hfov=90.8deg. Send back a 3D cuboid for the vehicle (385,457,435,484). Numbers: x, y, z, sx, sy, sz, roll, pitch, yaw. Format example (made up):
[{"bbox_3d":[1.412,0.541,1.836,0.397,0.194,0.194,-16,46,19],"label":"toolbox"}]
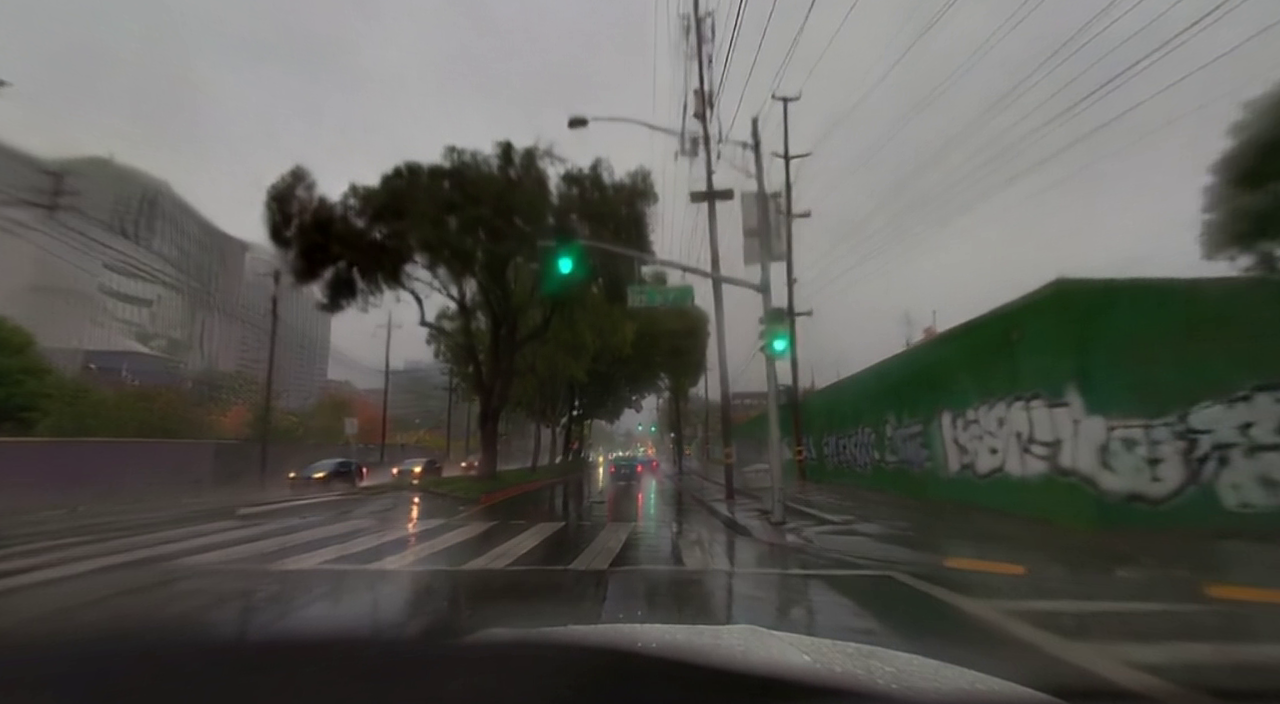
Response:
[{"bbox_3d":[-15.888,8.187,43.857,1.841,1.658,3.953,1,-9,1],"label":"vehicle"}]

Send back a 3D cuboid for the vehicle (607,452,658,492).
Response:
[{"bbox_3d":[-0.307,5.299,28.245,2.105,1.611,3.750,1,-9,0],"label":"vehicle"}]

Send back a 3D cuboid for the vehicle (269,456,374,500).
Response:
[{"bbox_3d":[-12.969,5.136,26.076,1.992,1.585,4.375,1,-9,1],"label":"vehicle"}]
